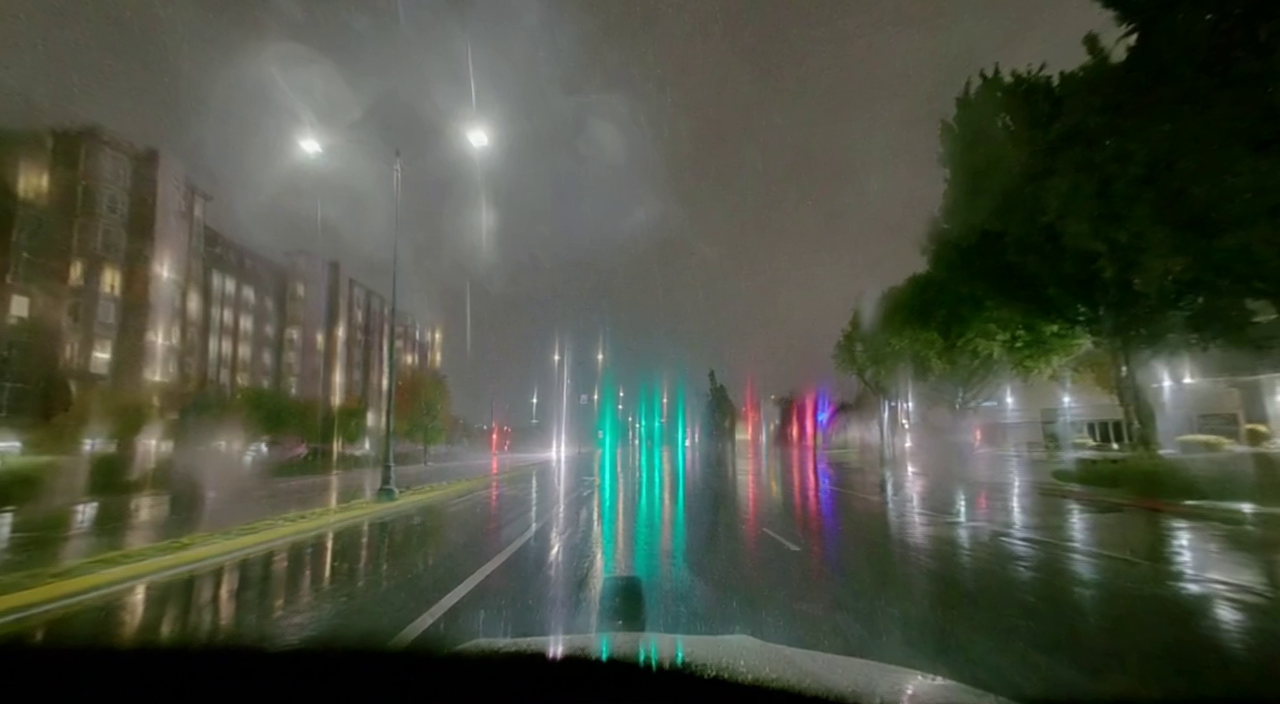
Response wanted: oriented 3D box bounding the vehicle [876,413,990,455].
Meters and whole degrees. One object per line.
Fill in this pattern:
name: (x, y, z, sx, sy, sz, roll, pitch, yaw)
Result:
vehicle: (19.716, 5.541, 42.747, 6.543, 2.736, 2.324, 0, -9, -1)
